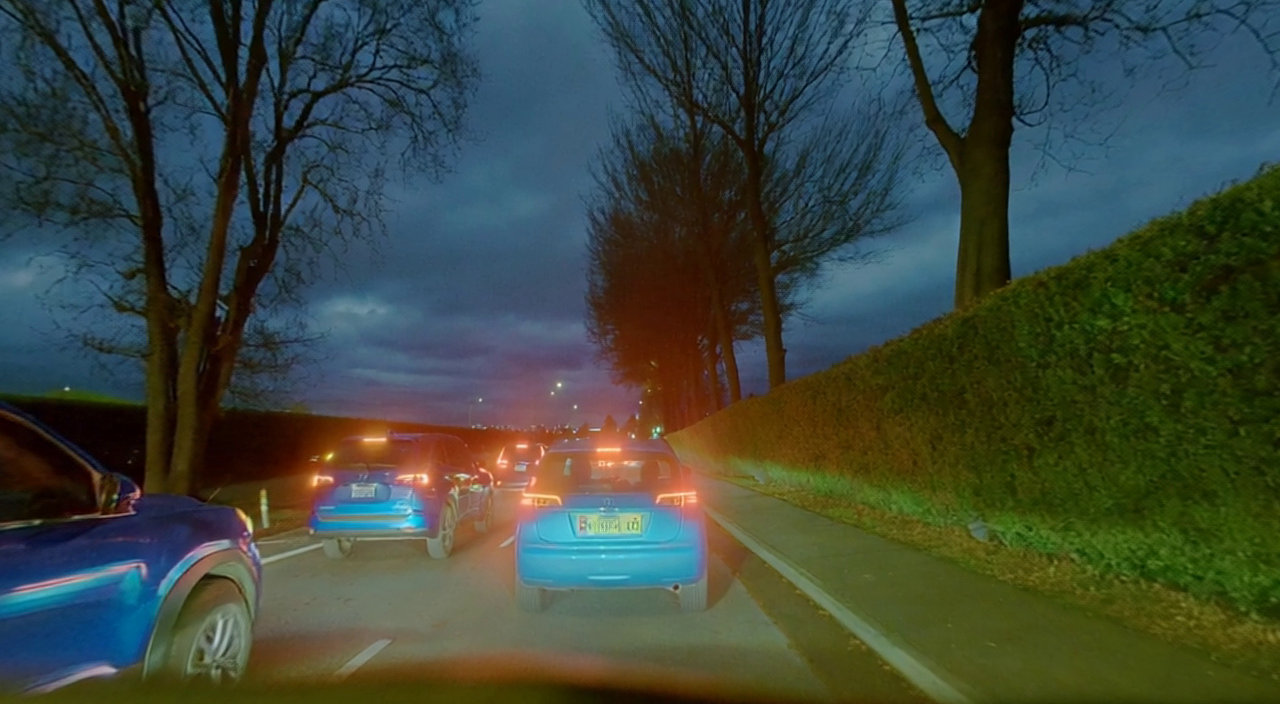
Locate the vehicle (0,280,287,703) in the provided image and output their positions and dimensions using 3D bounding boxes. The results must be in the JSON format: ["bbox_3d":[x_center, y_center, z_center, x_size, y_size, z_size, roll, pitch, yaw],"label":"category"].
[{"bbox_3d":[-3.286,0.669,1.261,2.205,1.913,5.327,-6,-8,-2],"label":"vehicle"}]

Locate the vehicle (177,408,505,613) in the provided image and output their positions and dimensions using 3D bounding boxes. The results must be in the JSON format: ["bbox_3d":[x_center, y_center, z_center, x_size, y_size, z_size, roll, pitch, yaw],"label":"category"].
[{"bbox_3d":[-3.412,1.848,8.308,2.256,1.728,4.421,-6,-8,-2],"label":"vehicle"}]

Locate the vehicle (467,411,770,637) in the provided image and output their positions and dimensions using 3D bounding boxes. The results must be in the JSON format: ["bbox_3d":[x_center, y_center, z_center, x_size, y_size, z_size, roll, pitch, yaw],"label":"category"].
[{"bbox_3d":[-0.181,1.544,6.564,2.154,1.581,4.007,0,-9,-1],"label":"vehicle"}]
